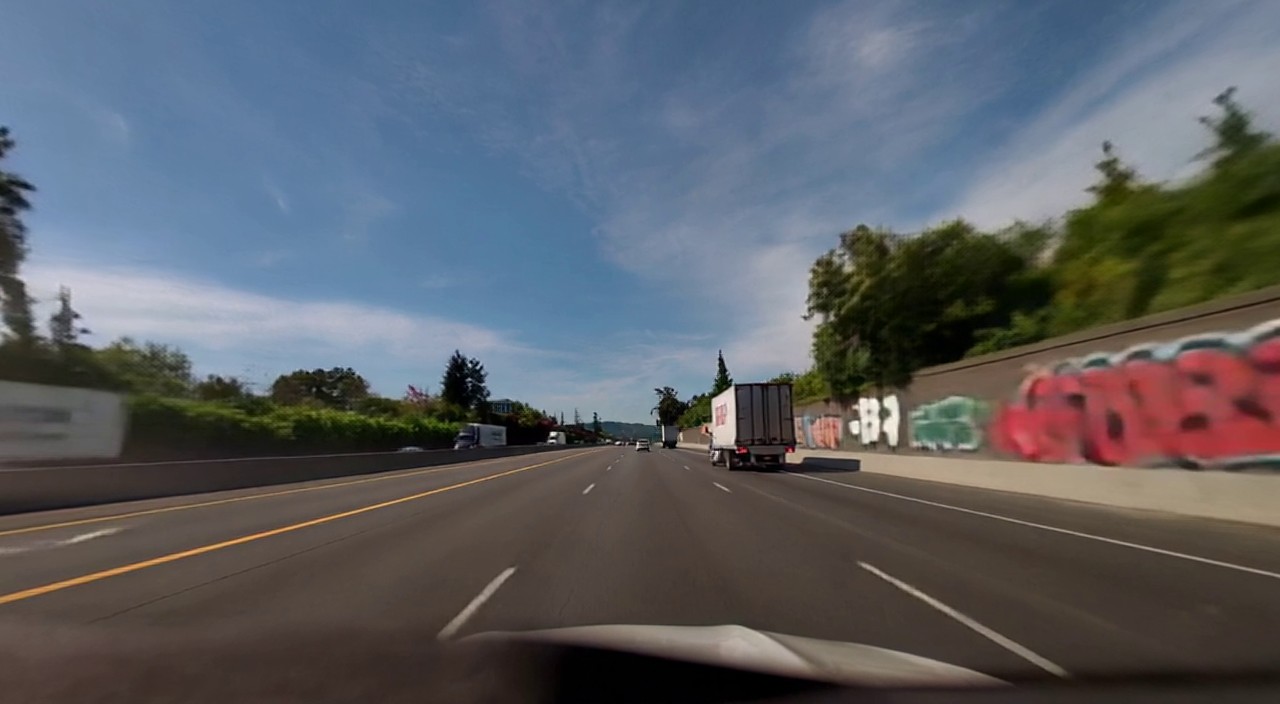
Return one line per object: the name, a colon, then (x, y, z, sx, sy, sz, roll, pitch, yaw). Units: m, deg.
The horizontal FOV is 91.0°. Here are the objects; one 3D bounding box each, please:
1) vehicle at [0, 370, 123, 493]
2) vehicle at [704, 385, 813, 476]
vehicle: (-20.795, 1.847, 15.004, 2.850, 3.711, 17.121, 0, -8, -1)
vehicle: (5.142, 3.761, 29.713, 2.949, 3.470, 10.539, 0, -8, -1)
